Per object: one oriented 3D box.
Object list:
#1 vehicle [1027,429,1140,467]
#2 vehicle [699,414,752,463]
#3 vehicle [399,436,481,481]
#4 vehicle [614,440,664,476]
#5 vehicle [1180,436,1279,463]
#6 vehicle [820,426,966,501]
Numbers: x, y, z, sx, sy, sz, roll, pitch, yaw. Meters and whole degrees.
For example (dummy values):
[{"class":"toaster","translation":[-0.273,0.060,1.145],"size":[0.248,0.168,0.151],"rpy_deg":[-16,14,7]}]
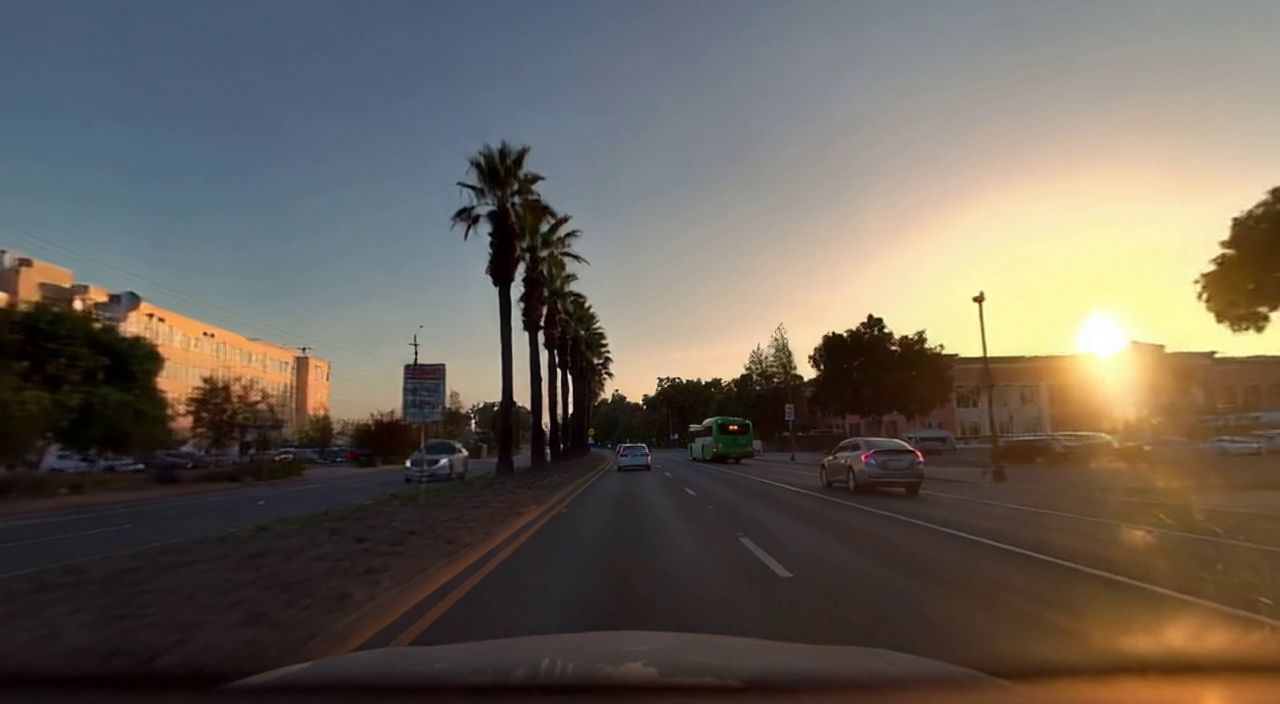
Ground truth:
[{"class":"vehicle","translation":[23.575,5.088,33.674],"size":[4.595,1.845,1.919],"rpy_deg":[0,-8,-5]},{"class":"vehicle","translation":[6.503,6.838,49.494],"size":[2.795,3.383,9.287],"rpy_deg":[0,-9,-1]},{"class":"vehicle","translation":[-8.872,4.769,28.521],"size":[2.106,1.817,4.847],"rpy_deg":[0,-9,0]},{"class":"vehicle","translation":[-0.042,4.743,28.573],"size":[2.065,1.477,4.306],"rpy_deg":[0,-9,0]},{"class":"vehicle","translation":[36.030,6.037,38.734],"size":[1.818,1.451,4.263],"rpy_deg":[-2,-10,-5]},{"class":"vehicle","translation":[6.319,2.834,16.405],"size":[2.031,1.670,4.154],"rpy_deg":[0,-9,-1]}]
